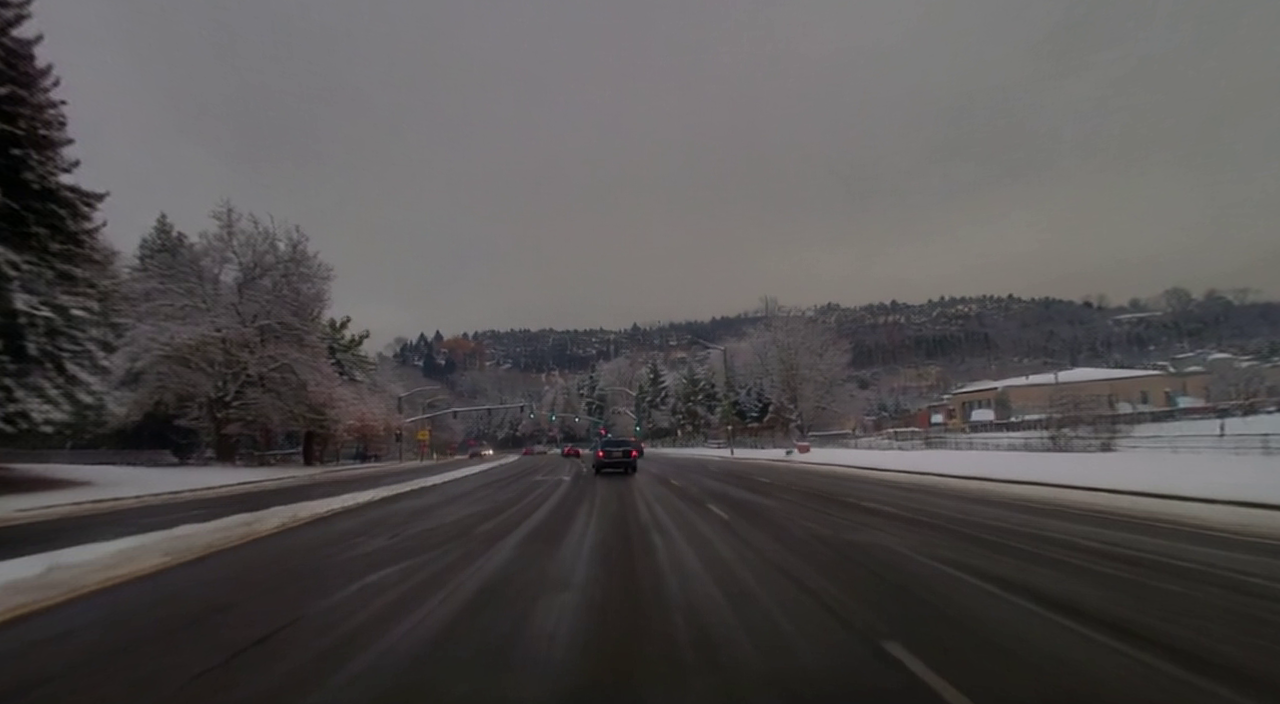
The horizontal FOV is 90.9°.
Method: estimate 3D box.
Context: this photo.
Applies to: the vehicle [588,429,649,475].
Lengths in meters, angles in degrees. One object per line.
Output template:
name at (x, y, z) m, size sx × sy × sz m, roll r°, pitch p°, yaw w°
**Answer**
vehicle at (-1.021, 4.239, 26.945) m, size 2.253 × 1.756 × 4.313 m, roll 1°, pitch -8°, yaw -6°
